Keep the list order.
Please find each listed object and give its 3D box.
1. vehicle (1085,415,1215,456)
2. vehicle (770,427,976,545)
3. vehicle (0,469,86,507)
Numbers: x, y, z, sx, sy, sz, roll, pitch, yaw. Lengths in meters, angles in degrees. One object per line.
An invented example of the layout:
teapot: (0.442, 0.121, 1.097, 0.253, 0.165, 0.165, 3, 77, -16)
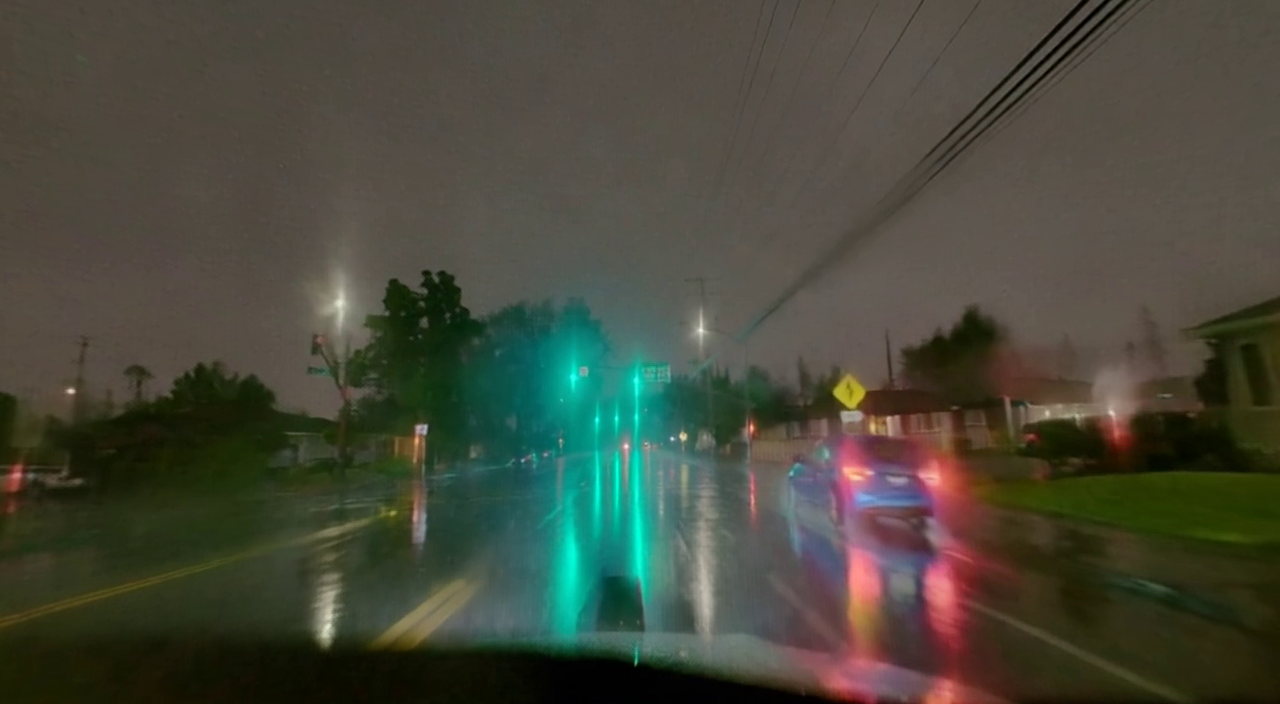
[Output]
vehicle: (25.753, 4.207, 31.984, 5.153, 1.957, 2.033, 1, -8, -9)
vehicle: (3.781, 2.238, 11.252, 1.900, 1.661, 4.346, 1, -8, -1)
vehicle: (-29.789, 6.552, 30.157, 4.830, 1.521, 1.948, -4, -10, -2)
